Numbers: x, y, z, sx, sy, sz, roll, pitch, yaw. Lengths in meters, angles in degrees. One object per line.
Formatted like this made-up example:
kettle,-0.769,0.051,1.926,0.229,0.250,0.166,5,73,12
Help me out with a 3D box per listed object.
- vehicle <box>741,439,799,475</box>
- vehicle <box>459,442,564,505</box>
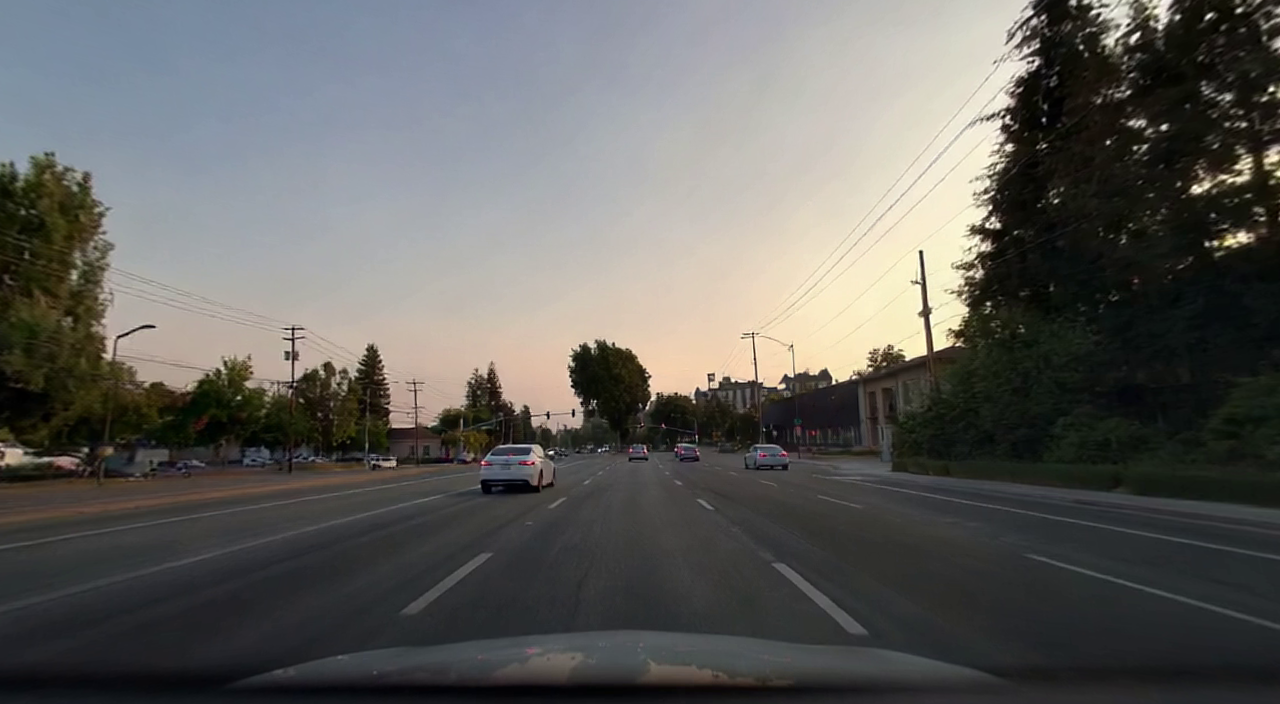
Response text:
vehicle,6.590,5.360,32.465,1.945,1.706,4.190,0,-8,-1
vehicle,-3.236,3.147,16.869,1.837,1.463,4.311,0,-8,1
